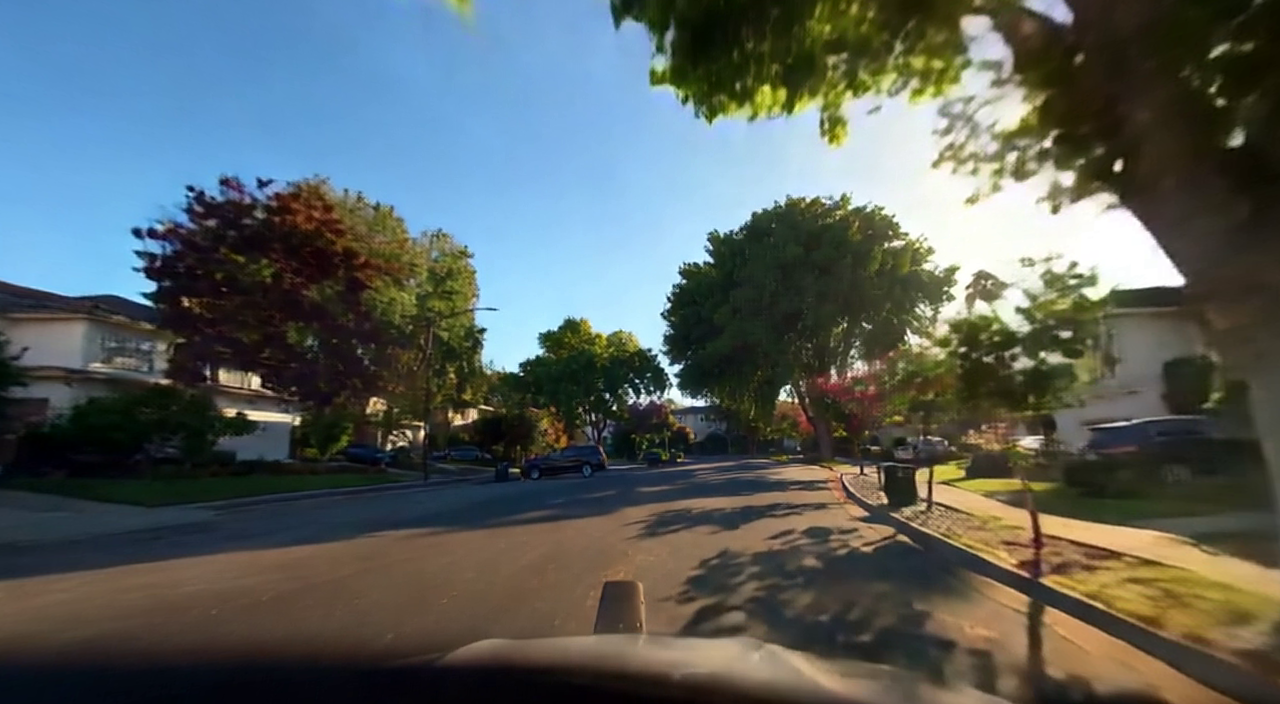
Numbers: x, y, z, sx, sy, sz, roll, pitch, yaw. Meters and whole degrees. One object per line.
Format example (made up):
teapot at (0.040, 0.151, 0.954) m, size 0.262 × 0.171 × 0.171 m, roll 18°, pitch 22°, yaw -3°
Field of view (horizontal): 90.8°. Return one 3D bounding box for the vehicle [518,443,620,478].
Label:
vehicle at (-3.489, 5.371, 31.473) m, size 4.692 × 1.660 × 1.879 m, roll -2°, pitch -9°, yaw 11°
